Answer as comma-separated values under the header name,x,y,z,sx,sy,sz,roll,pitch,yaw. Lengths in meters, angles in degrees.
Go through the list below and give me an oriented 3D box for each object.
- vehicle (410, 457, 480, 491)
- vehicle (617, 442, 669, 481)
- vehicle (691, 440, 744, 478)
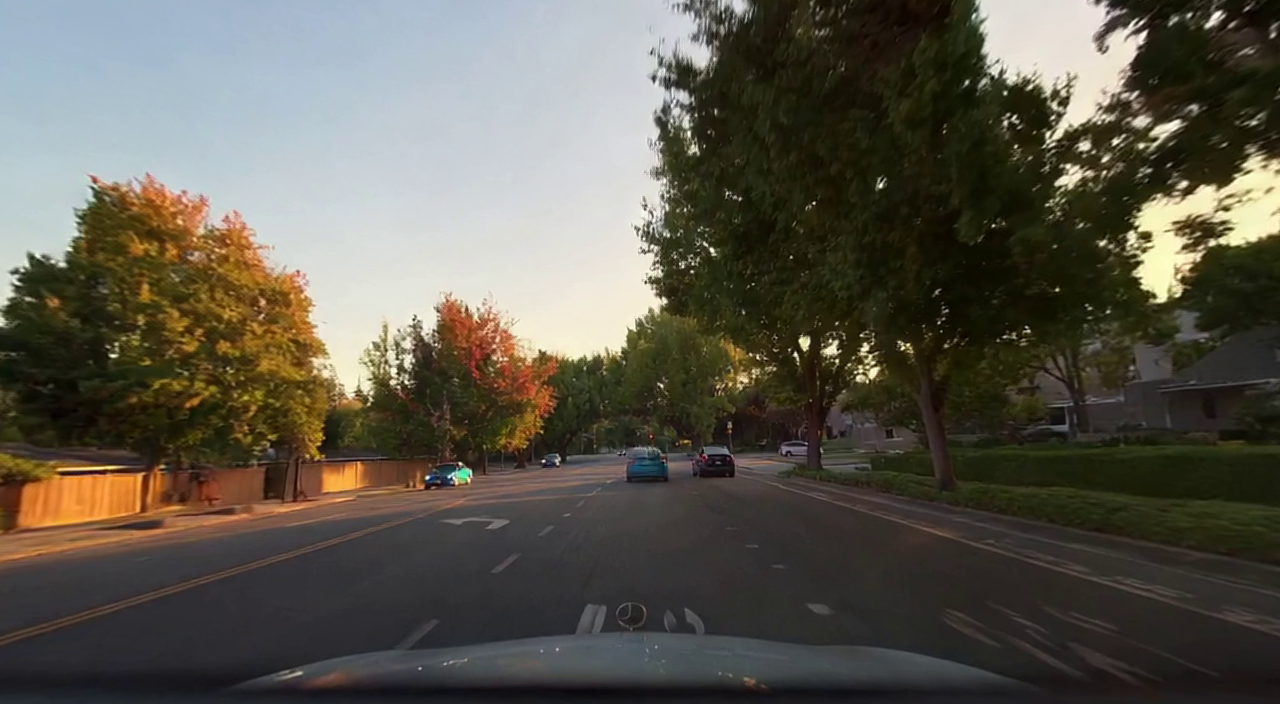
name,x,y,z,sx,sy,sz,roll,pitch,yaw
vehicle,-9.779,6.131,31.989,1.916,1.492,4.677,-1,-8,2
vehicle,0.129,4.971,28.927,2.200,1.653,4.127,0,-8,0
vehicle,3.728,5.255,31.157,2.024,1.711,4.512,0,-8,-1
